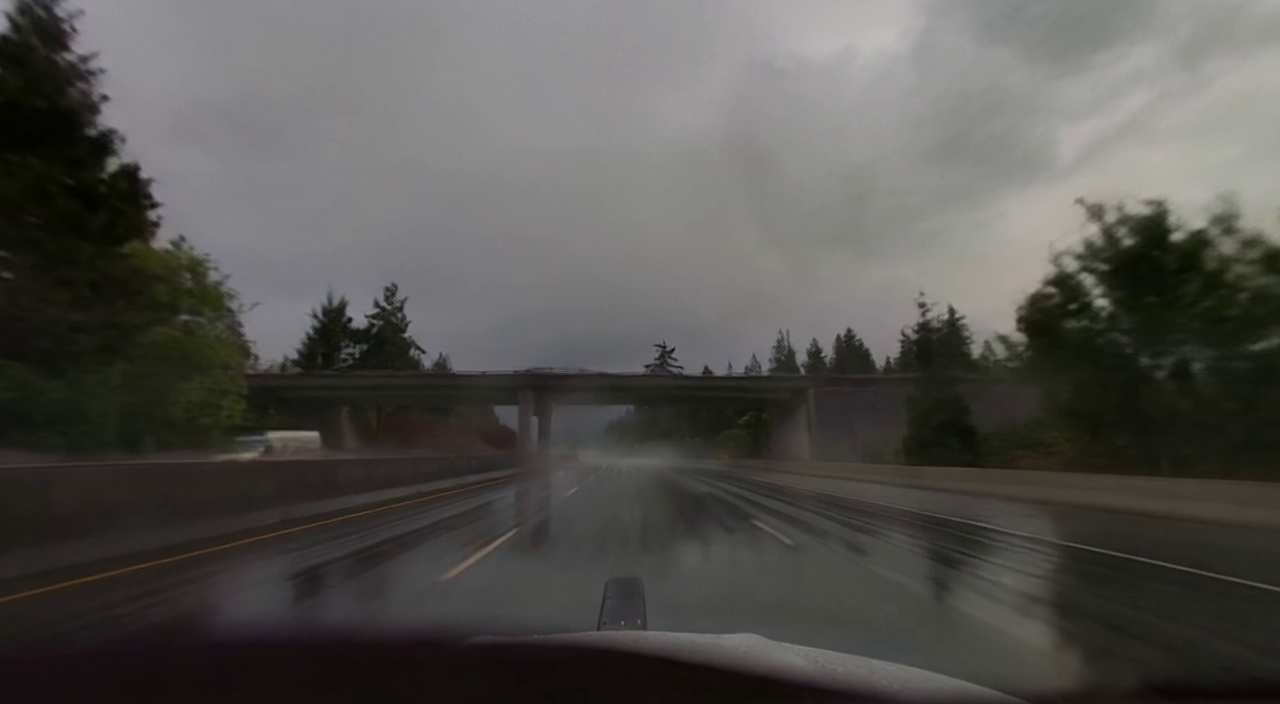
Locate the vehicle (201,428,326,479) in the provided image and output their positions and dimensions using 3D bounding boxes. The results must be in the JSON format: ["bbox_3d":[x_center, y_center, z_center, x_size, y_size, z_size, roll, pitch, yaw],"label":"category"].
[{"bbox_3d":[-17.900,4.885,30.440,2.371,2.175,5.880,0,-9,0],"label":"vehicle"}]
